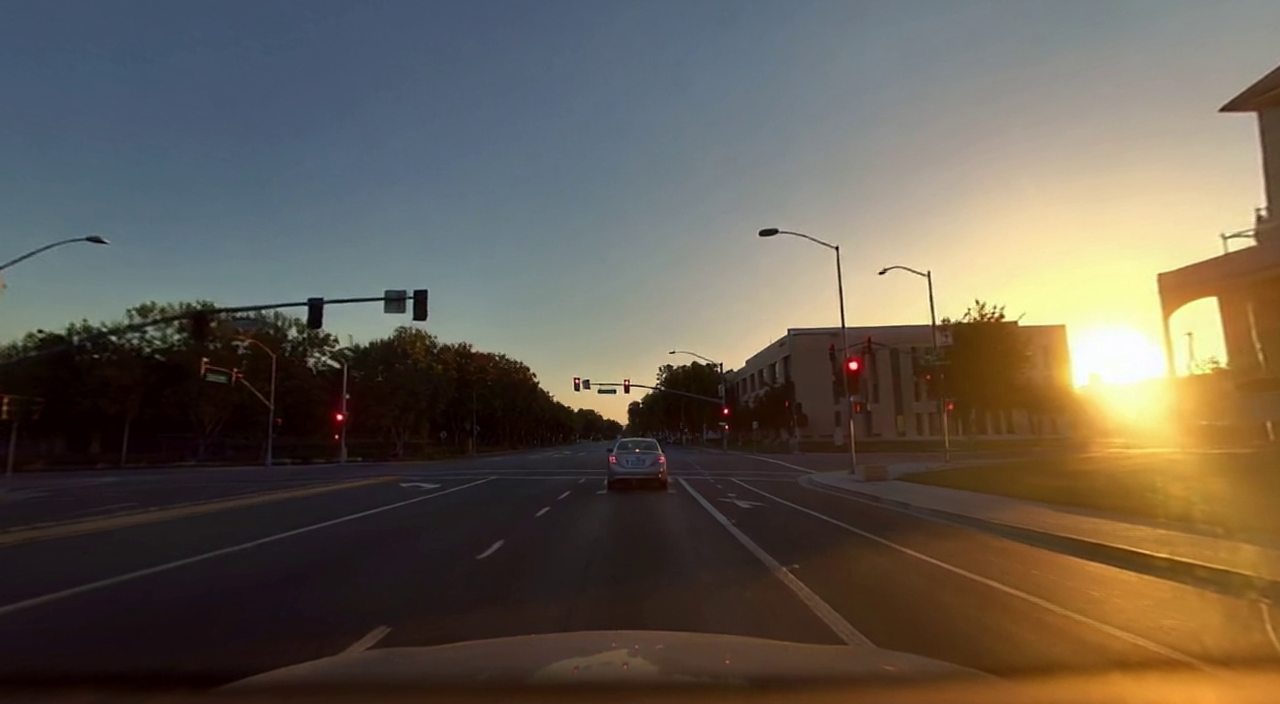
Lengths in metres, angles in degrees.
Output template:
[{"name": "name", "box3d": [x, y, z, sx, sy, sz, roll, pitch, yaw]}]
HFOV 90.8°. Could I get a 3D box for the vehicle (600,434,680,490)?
[{"name": "vehicle", "box3d": [-0.037, 3.222, 18.764, 2.107, 1.470, 3.974, 0, -9, -1]}]
